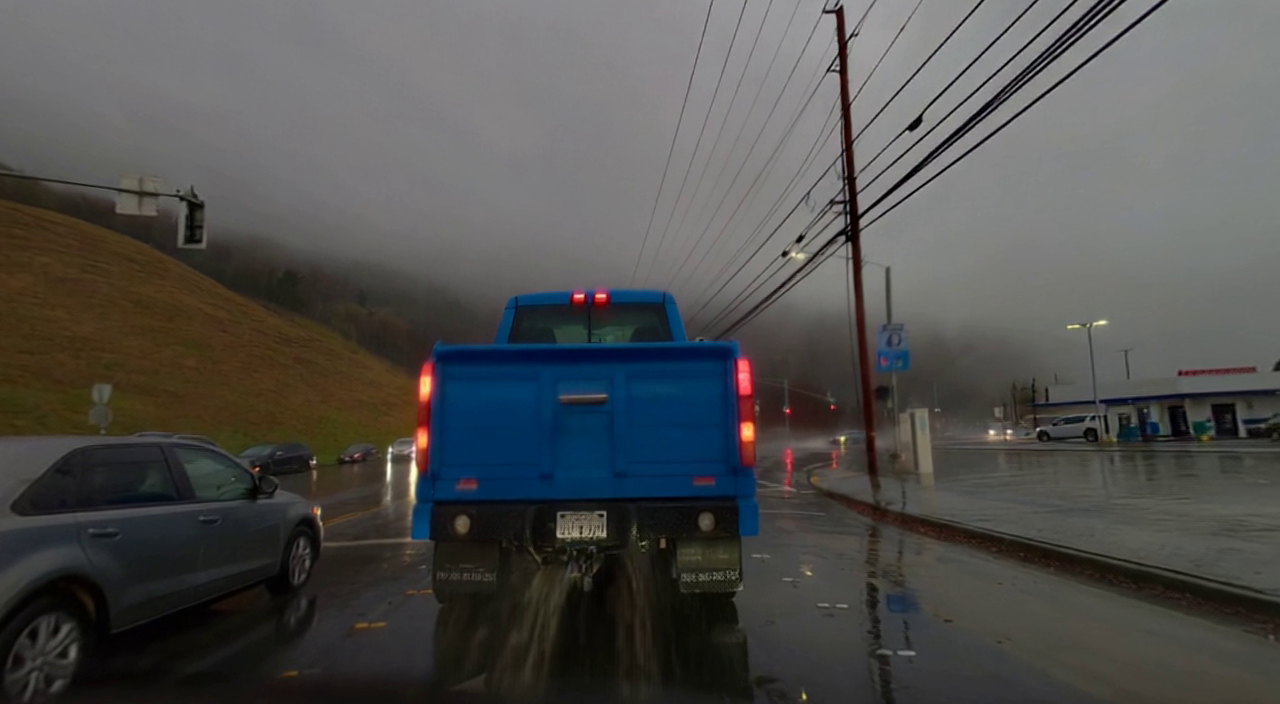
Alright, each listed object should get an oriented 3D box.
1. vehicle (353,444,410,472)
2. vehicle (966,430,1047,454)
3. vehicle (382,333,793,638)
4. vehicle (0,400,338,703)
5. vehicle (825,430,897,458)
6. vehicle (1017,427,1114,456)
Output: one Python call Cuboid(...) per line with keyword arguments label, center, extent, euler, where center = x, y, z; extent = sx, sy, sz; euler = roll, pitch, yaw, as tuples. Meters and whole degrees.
Cuboid(label="vehicle", center=(-17.106, 7.020, 41.928), extent=(2.133, 1.690, 4.331), euler=(0, -9, -3))
Cuboid(label="vehicle", center=(27.640, 6.775, 47.489), extent=(5.021, 1.757, 2.012), euler=(1, -9, -8))
Cuboid(label="vehicle", center=(-0.418, 1.326, 7.220), extent=(2.859, 2.144, 5.406), euler=(0, -9, -1))
Cuboid(label="vehicle", center=(-3.956, 1.193, 3.994), extent=(2.017, 1.555, 4.150), euler=(-1, -9, 0))
Cuboid(label="vehicle", center=(16.498, 6.832, 46.793), extent=(6.346, 1.917, 2.360), euler=(8, -12, -43))
Cuboid(label="vehicle", center=(25.577, 5.397, 37.932), extent=(4.419, 1.496, 1.854), euler=(-2, -9, 1))
